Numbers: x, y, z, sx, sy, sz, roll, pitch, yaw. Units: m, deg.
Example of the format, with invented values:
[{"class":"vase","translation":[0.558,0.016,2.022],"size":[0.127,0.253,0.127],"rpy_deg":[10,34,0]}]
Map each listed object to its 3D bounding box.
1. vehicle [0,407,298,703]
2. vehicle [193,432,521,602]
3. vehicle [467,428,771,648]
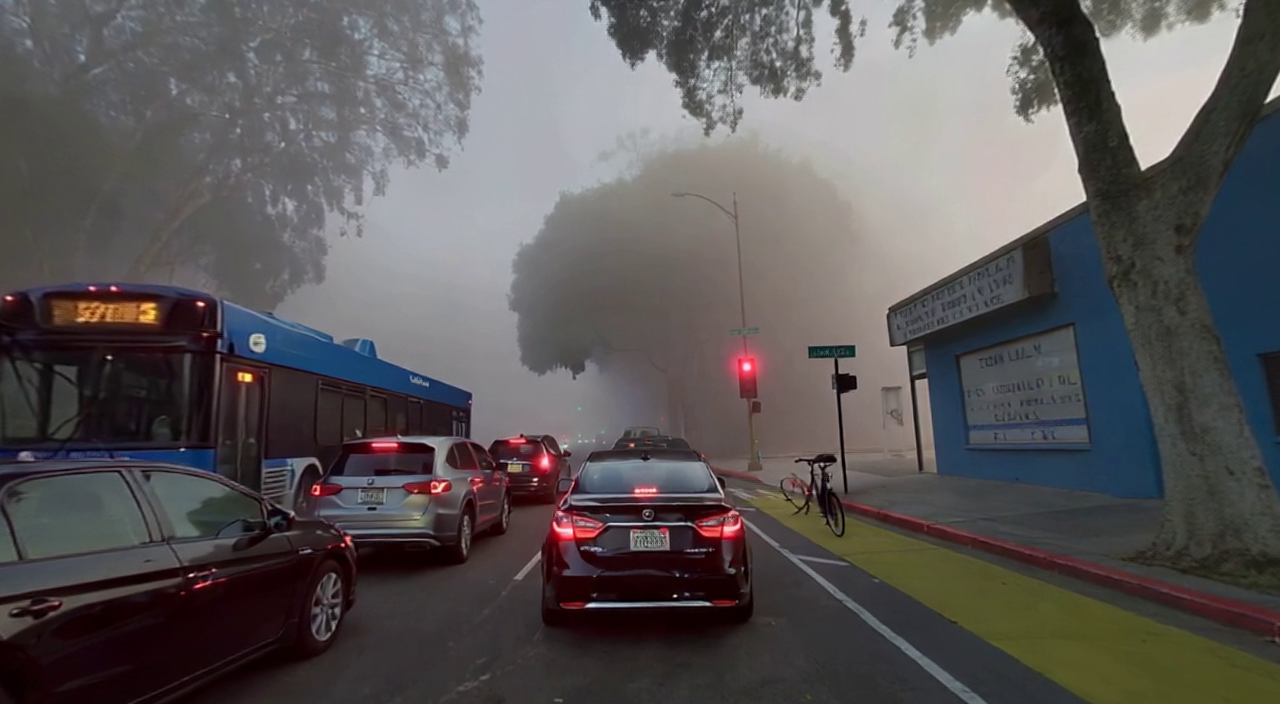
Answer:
[{"class":"vehicle","translation":[-3.170,0.873,1.713],"size":[1.867,1.486,4.452],"rpy_deg":[0,-8,2]},{"class":"vehicle","translation":[-2.924,1.784,7.827],"size":[1.944,1.481,4.385],"rpy_deg":[0,-8,1]},{"class":"vehicle","translation":[-0.134,1.527,6.175],"size":[2.031,1.461,3.763],"rpy_deg":[0,-8,0]}]
